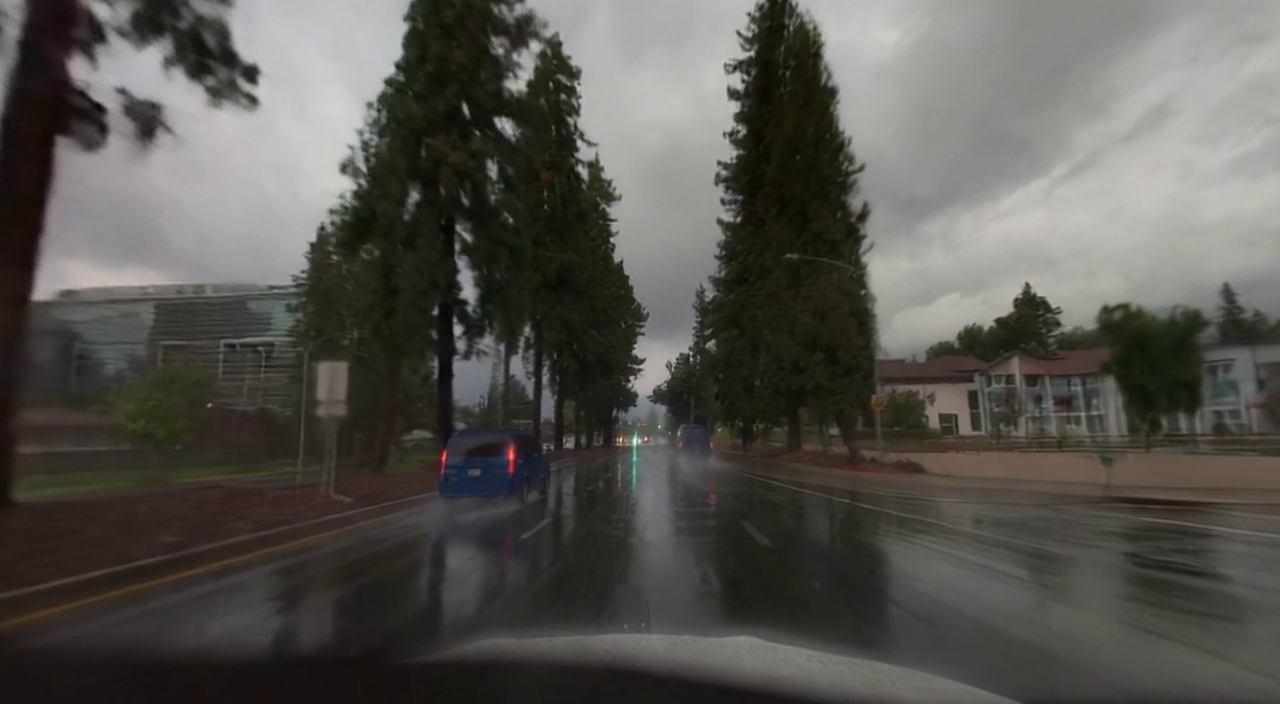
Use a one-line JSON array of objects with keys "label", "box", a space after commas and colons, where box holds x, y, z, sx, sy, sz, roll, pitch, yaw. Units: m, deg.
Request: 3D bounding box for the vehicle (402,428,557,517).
[{"label": "vehicle", "box": [-3.224, 2.527, 13.796, 2.129, 1.602, 4.532, 0, -8, 1]}]

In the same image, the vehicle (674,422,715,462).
[{"label": "vehicle", "box": [3.771, 6.449, 45.106, 2.349, 2.671, 5.744, 0, -8, -1]}]
